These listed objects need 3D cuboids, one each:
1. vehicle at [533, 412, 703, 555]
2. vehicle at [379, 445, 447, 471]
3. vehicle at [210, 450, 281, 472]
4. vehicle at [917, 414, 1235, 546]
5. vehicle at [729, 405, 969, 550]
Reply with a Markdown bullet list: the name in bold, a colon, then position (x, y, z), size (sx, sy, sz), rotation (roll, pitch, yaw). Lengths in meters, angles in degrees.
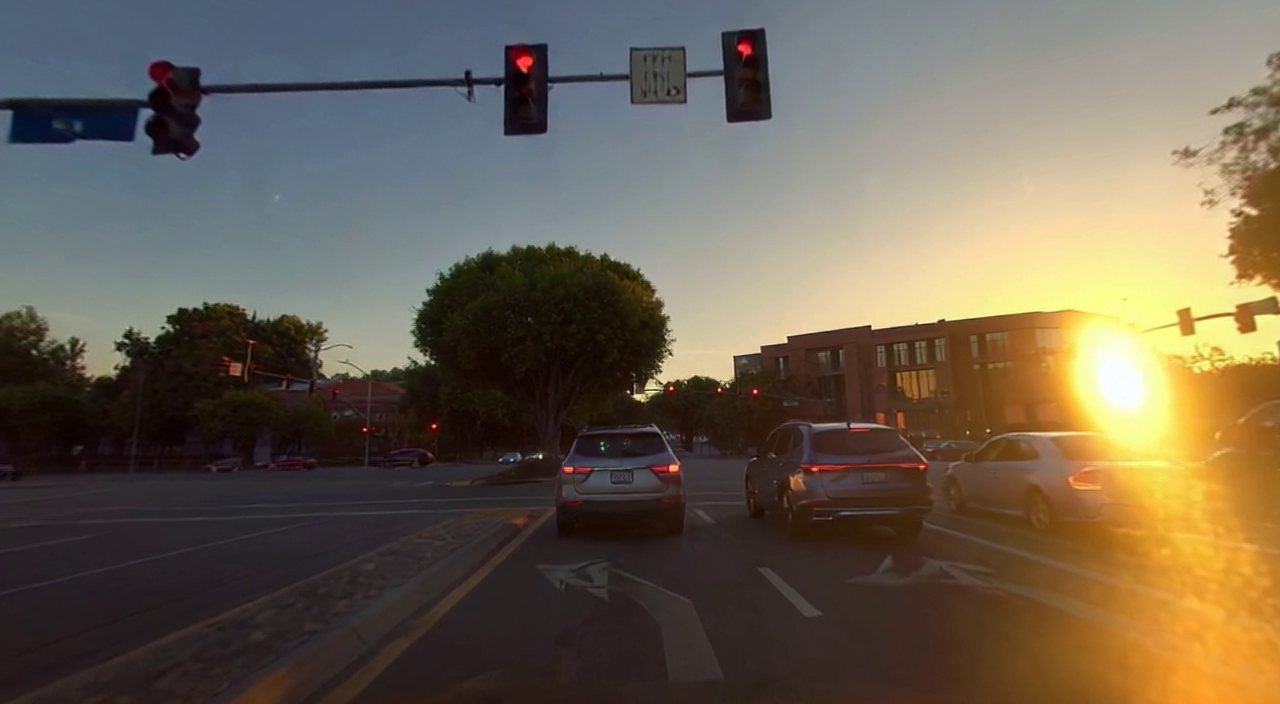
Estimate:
- **vehicle**: position (-0.324, 1.896, 9.753), size (2.039, 1.698, 4.144), rotation (0, -9, -2)
- **vehicle**: position (-15.541, 7.208, 43.136), size (4.318, 1.712, 2.188), rotation (-6, -10, 34)
- **vehicle**: position (-29.772, 8.238, 47.756), size (4.253, 1.610, 1.800), rotation (-1, -9, 8)
- **vehicle**: position (6.075, 1.826, 9.615), size (1.690, 1.538, 4.313), rotation (0, -9, -1)
- **vehicle**: position (2.945, 1.904, 10.198), size (2.228, 1.798, 4.370), rotation (0, -9, -2)
